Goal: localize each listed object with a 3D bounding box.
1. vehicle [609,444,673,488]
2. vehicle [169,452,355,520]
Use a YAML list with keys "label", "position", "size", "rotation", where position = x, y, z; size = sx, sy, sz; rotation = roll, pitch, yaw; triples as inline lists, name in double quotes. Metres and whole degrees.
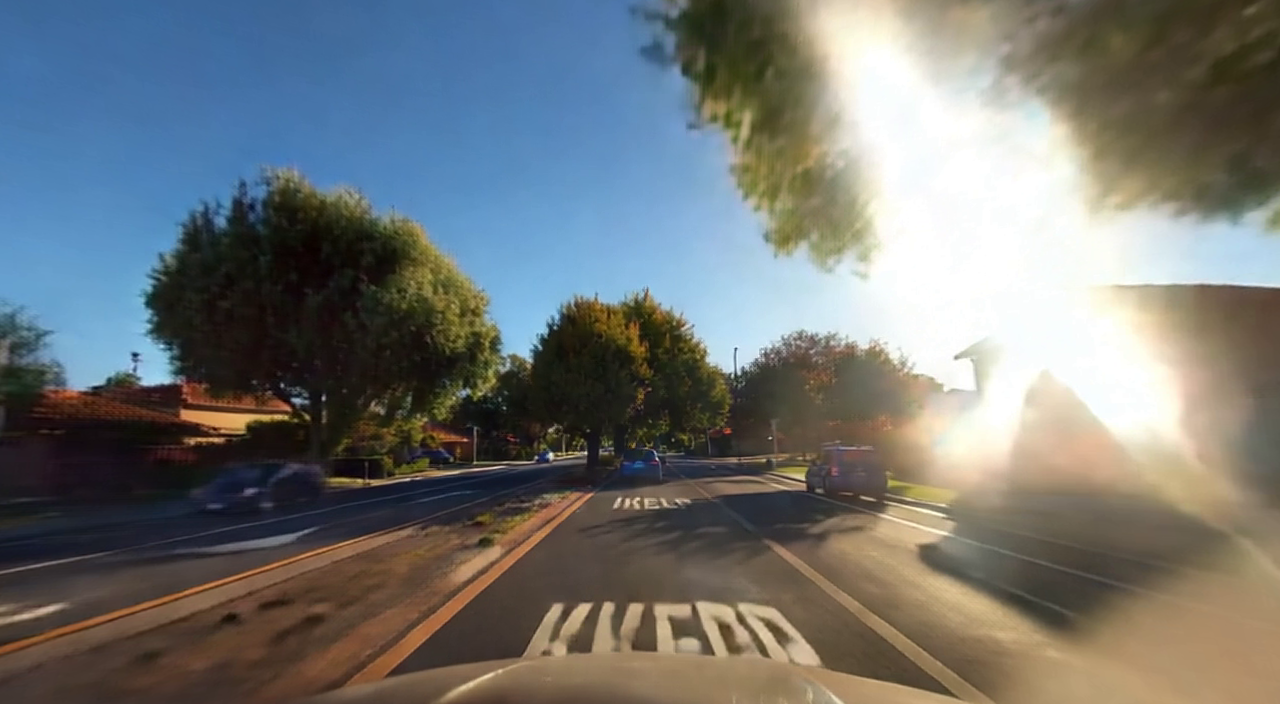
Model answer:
- label: "vehicle"
  position: [0.030, 4.221, 23.737]
  size: [2.158, 1.469, 4.909]
  rotation: [0, -9, 0]
- label: "vehicle"
  position: [-9.532, 3.381, 16.456]
  size: [2.030, 1.468, 4.469]
  rotation: [-1, -9, 1]
